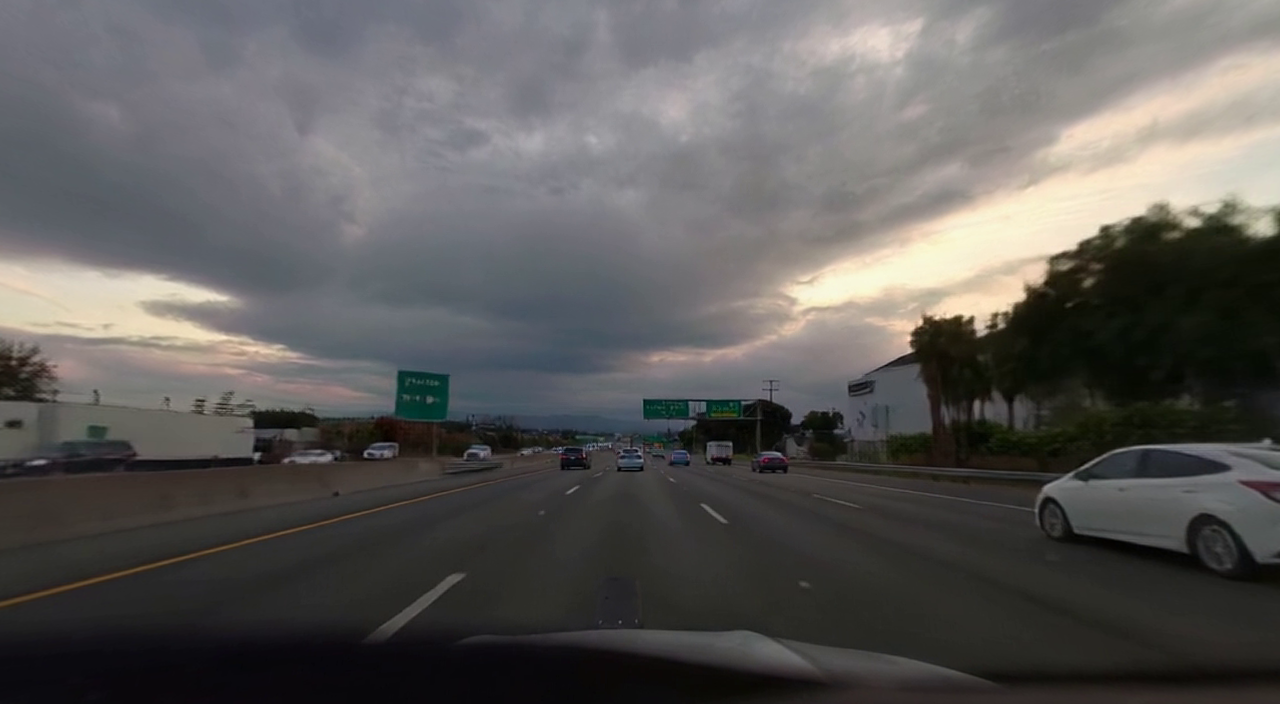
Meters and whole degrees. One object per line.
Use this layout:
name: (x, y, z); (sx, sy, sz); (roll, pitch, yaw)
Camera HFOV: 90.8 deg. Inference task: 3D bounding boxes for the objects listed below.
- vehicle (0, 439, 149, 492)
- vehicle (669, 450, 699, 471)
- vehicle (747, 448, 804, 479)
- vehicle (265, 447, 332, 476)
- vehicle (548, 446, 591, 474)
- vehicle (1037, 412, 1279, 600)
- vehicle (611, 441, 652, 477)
vehicle: (-17.881, 3.539, 20.000); (1.687, 1.511, 3.610); (0, -9, 0)
vehicle: (3.074, 7.662, 44.712); (1.816, 1.353, 3.809); (0, -9, -1)
vehicle: (6.810, 5.632, 32.196); (1.879, 1.428, 4.402); (0, -9, -1)
vehicle: (-17.892, 5.740, 33.240); (1.591, 1.409, 3.326); (0, -9, 0)
vehicle: (-4.307, 6.663, 39.354); (2.126, 1.631, 4.643); (0, -9, 1)
vehicle: (6.700, 1.570, 6.903); (1.944, 1.666, 4.184); (0, -9, 0)
vehicle: (-0.405, 5.609, 33.356); (2.002, 1.759, 4.658); (0, -9, 0)
